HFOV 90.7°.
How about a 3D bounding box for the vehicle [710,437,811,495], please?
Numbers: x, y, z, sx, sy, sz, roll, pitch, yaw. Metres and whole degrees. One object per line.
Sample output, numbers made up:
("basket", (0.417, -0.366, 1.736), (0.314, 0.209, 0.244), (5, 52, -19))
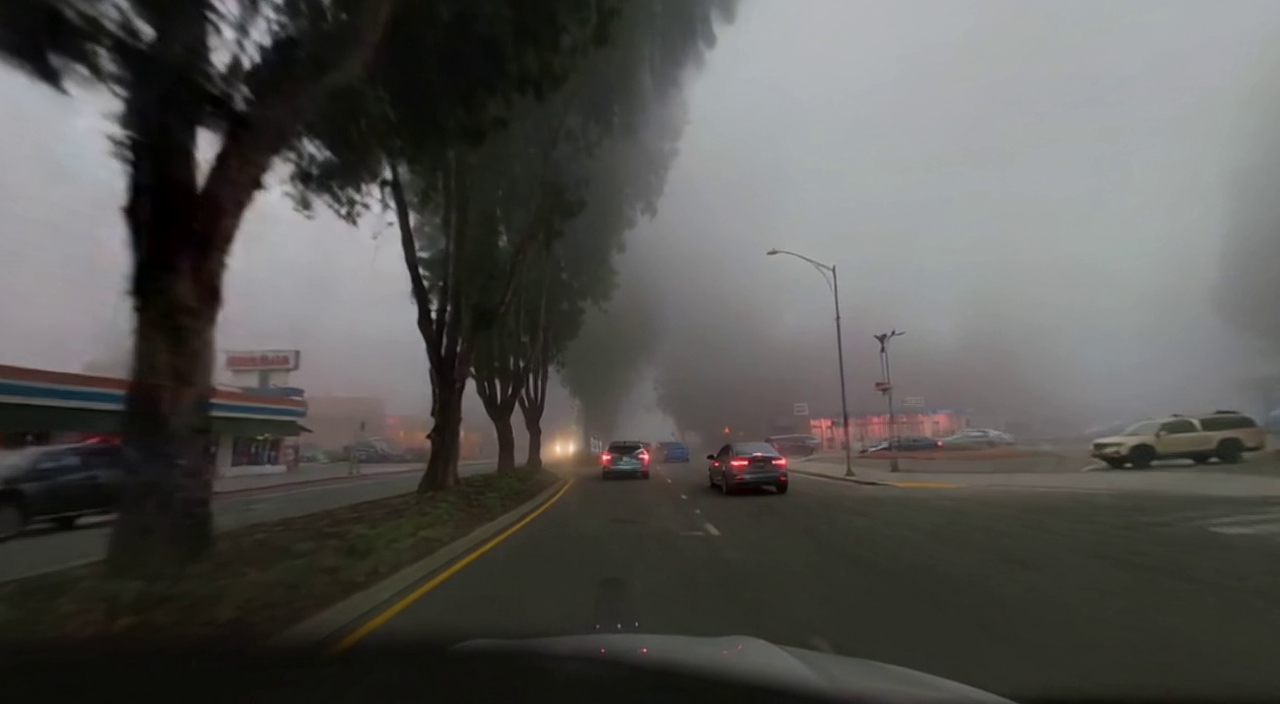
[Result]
("vehicle", (3.376, 3.268, 18.564), (2.060, 1.471, 4.168), (0, -8, -1))

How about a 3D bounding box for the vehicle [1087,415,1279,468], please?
("vehicle", (19.159, 3.175, 22.361), (4.948, 1.733, 2.296), (0, -8, -1))

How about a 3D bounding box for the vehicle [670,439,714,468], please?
("vehicle", (2.902, 5.775, 36.165), (2.098, 1.527, 3.966), (0, -8, -2))

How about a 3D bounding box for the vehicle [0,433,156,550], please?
("vehicle", (-11.060, 2.288, 10.564), (2.233, 1.799, 4.700), (0, -8, -1))

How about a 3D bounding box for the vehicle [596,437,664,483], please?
("vehicle", (-0.363, 3.899, 23.210), (2.232, 1.508, 4.319), (0, -8, -1))
